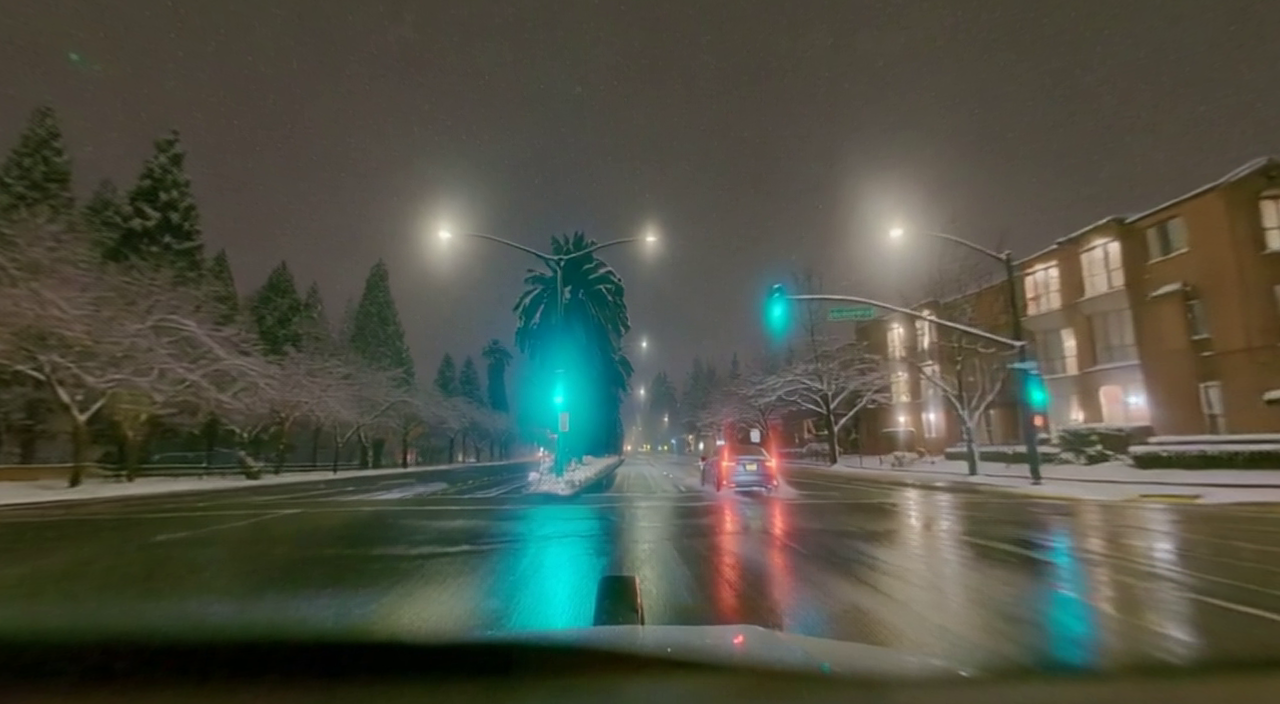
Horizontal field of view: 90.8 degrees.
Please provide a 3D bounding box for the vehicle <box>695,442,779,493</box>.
[{"bbox_3d":[3.026,3.695,20.608,1.964,1.448,4.295,0,-9,-1],"label":"vehicle"}]
